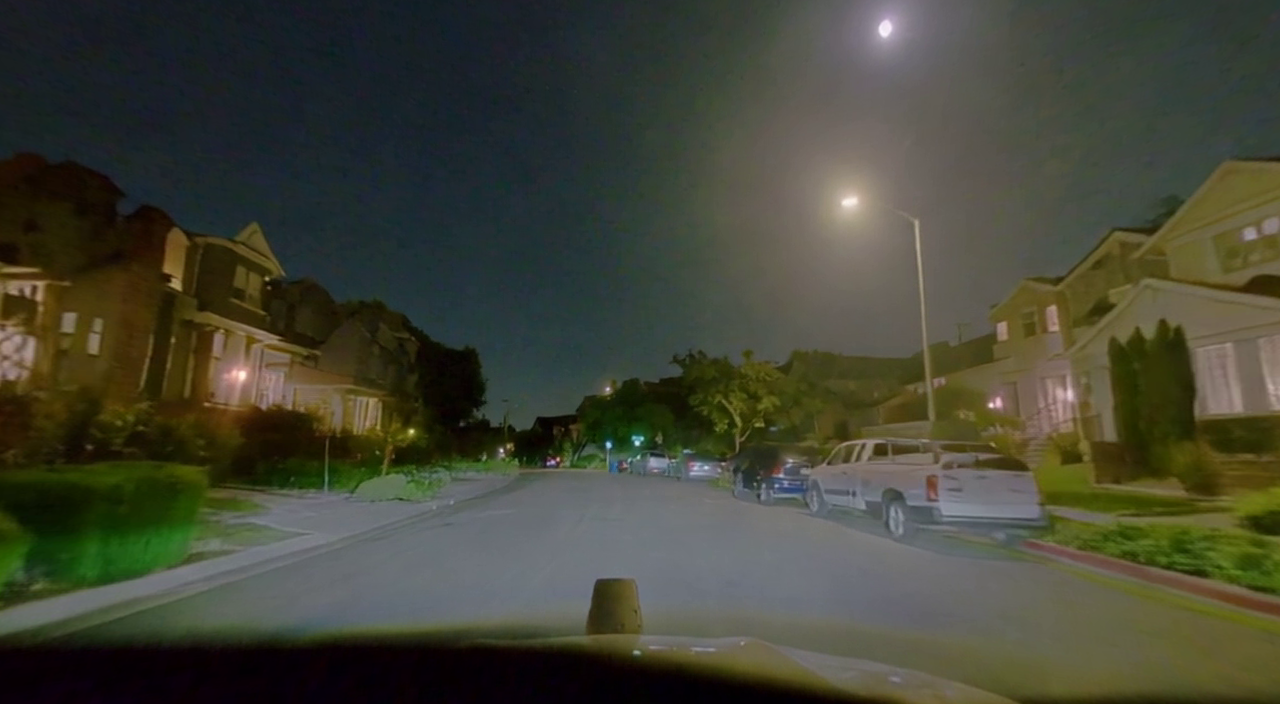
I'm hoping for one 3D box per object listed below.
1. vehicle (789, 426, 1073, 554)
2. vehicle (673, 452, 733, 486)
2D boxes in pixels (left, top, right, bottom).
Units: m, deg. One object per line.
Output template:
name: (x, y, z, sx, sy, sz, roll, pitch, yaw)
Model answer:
vehicle: (5.209, 2.617, 12.835, 2.715, 1.900, 6.163, 1, -9, -1)
vehicle: (3.612, 6.823, 37.223, 2.111, 1.771, 4.942, 2, -9, -11)
